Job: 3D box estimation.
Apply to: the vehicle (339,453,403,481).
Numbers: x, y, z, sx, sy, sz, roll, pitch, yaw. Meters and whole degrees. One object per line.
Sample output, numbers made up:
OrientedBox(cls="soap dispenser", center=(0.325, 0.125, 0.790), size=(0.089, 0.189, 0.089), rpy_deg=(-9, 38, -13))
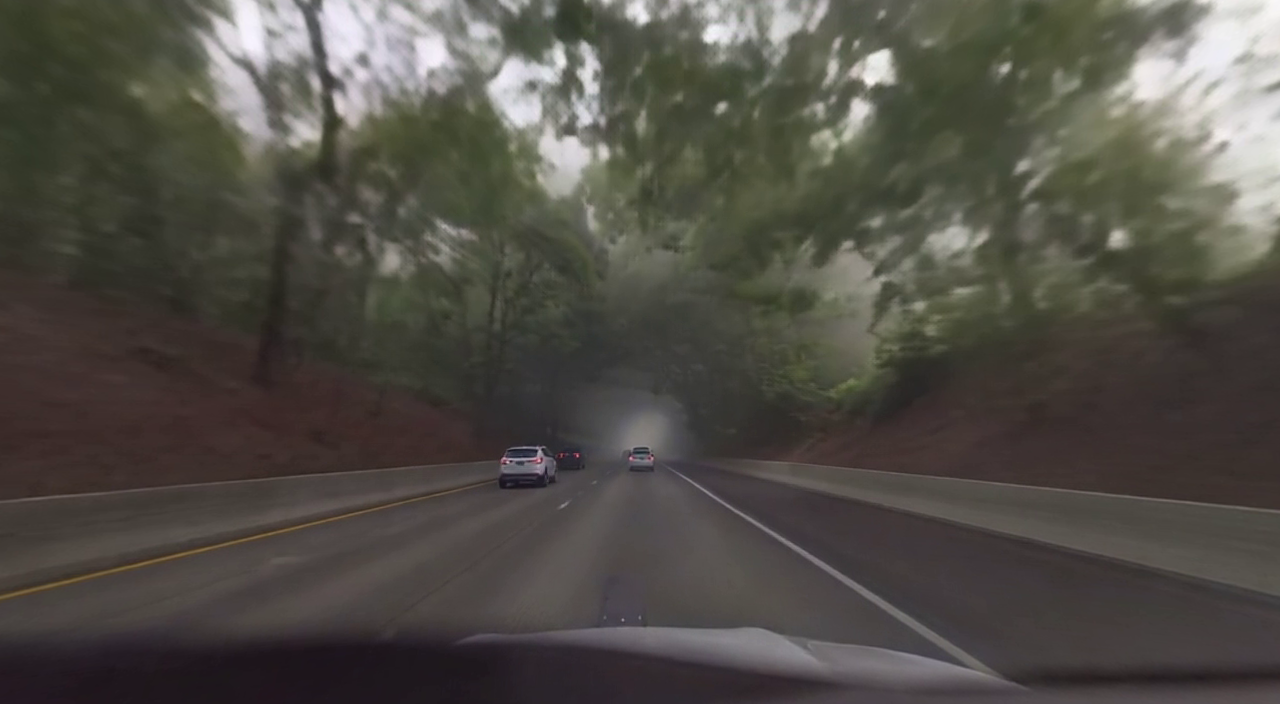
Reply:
OrientedBox(cls="vehicle", center=(-16.027, 6.870, 37.803), size=(1.811, 1.537, 4.569), rpy_deg=(0, -9, 0))

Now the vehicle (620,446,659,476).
OrientedBox(cls="vehicle", center=(-0.052, 5.886, 34.092), size=(2.001, 1.490, 3.914), rpy_deg=(0, -9, 0))

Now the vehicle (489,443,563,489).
OrientedBox(cls="vehicle", center=(-4.093, 4.172, 23.270), size=(1.978, 1.538, 3.755), rpy_deg=(0, -9, 1))

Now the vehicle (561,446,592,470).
OrientedBox(cls="vehicle", center=(-4.509, 7.604, 45.381), size=(1.834, 1.615, 3.624), rpy_deg=(0, -9, 0))
